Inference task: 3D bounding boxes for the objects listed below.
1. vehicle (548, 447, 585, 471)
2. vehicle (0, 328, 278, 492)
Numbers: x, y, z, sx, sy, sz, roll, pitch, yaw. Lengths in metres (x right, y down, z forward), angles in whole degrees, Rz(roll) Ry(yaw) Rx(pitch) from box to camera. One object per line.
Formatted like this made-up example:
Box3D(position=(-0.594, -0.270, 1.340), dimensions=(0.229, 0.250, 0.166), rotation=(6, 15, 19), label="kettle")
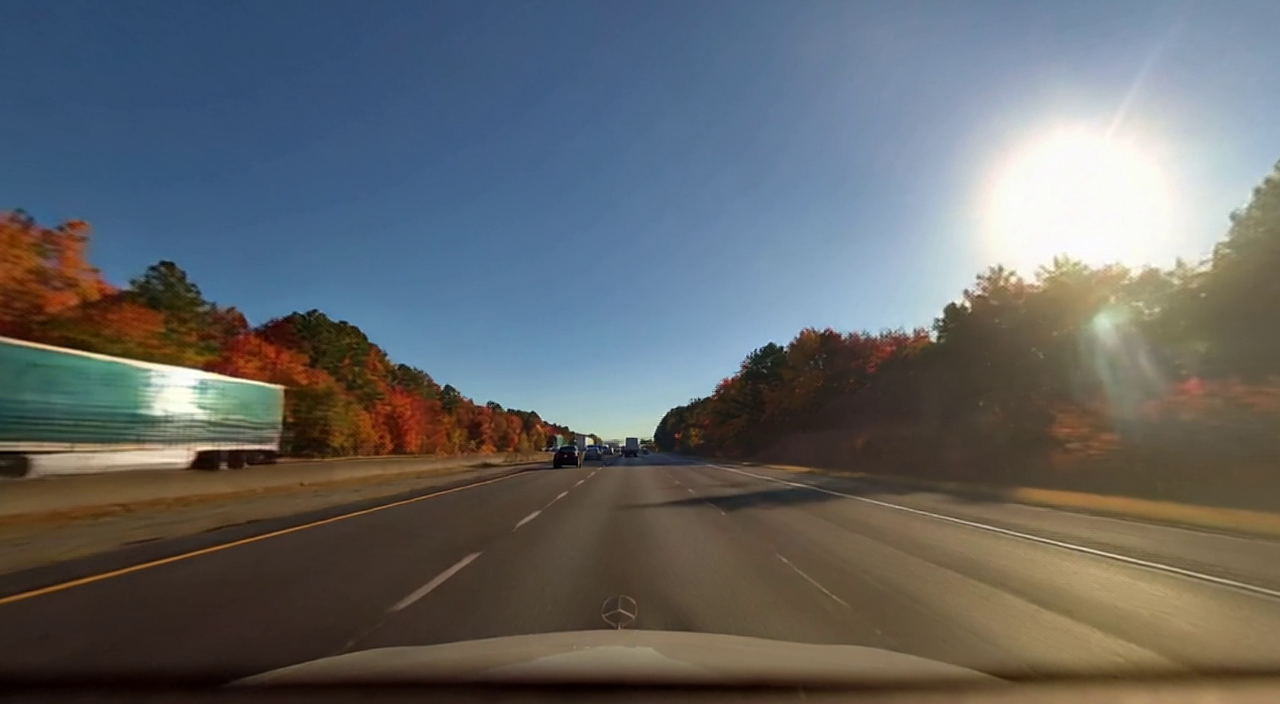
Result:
Box3D(position=(-4.714, 6.911, 40.647), dimensions=(1.963, 1.475, 3.665), rotation=(0, -9, -1), label="vehicle")
Box3D(position=(-17.639, 2.293, 20.929), dimensions=(2.917, 4.076, 14.027), rotation=(0, -9, -1), label="vehicle")
